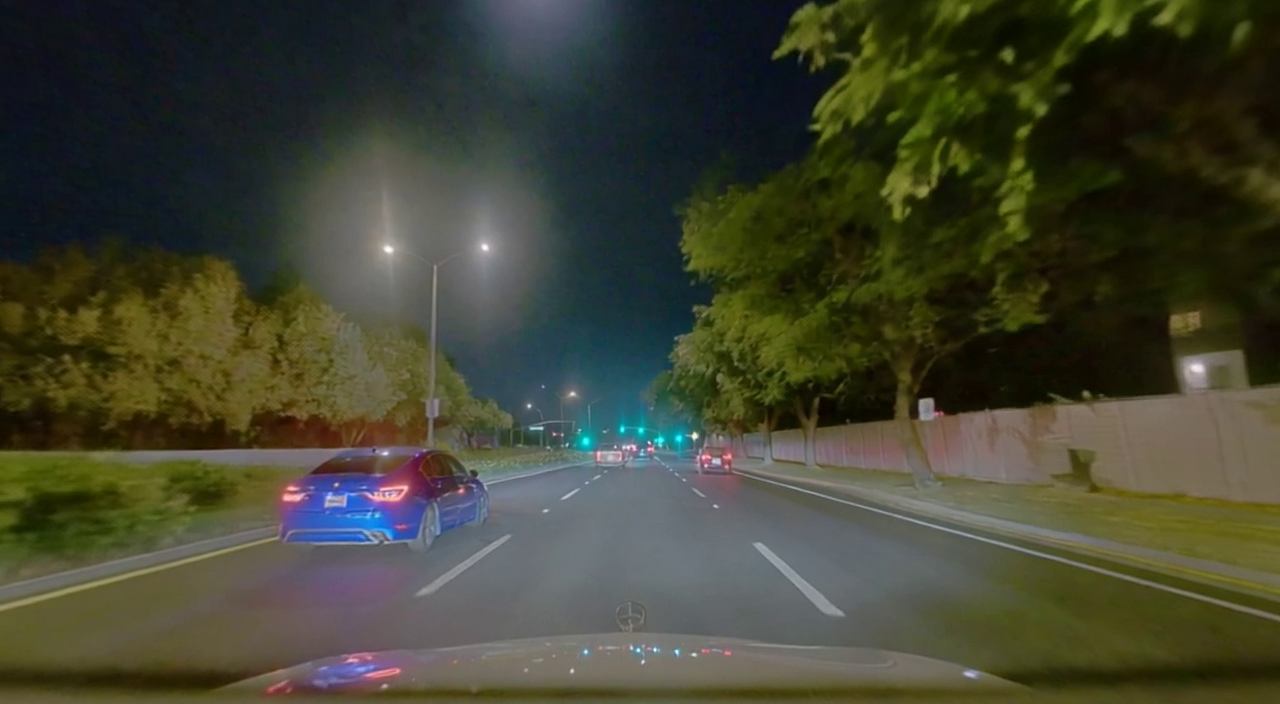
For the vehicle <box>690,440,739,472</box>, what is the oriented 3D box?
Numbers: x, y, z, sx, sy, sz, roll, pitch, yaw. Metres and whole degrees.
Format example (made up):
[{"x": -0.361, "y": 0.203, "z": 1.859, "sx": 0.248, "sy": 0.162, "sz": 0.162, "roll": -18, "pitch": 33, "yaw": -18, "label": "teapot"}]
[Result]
[{"x": 4.063, "y": 5.754, "z": 35.076, "sx": 2.182, "sy": 1.688, "sz": 4.187, "roll": 0, "pitch": -9, "yaw": -1, "label": "vehicle"}]

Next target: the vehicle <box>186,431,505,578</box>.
[{"x": -3.583, "y": 1.956, "z": 9.059, "sx": 2.091, "sy": 1.503, "sz": 4.989, "roll": -1, "pitch": -9, "yaw": 1, "label": "vehicle"}]

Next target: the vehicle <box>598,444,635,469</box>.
[{"x": -1.451, "y": 6.670, "z": 40.325, "sx": 1.940, "sy": 1.473, "sz": 4.133, "roll": -1, "pitch": -9, "yaw": 3, "label": "vehicle"}]
